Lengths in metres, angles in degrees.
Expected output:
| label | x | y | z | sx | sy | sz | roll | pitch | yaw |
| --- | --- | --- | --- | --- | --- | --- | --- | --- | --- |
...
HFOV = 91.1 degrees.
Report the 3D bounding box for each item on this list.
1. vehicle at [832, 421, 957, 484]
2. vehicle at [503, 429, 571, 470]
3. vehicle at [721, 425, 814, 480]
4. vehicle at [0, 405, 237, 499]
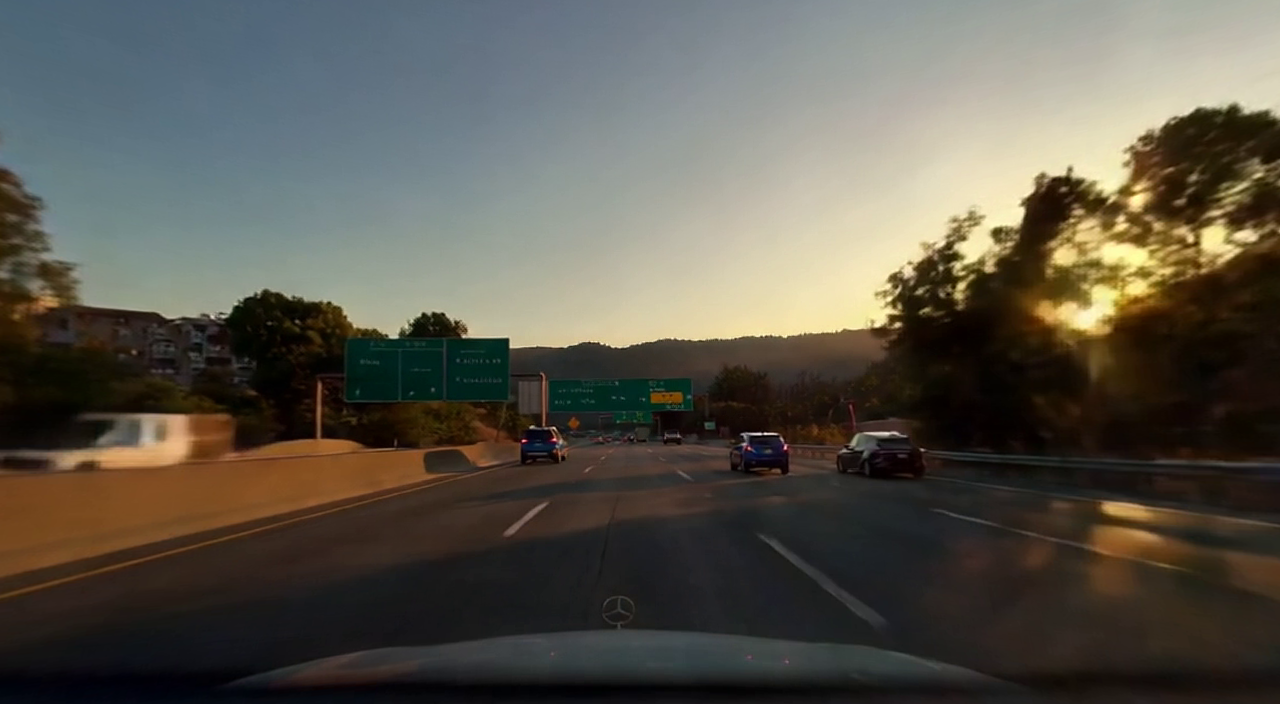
| label | x | y | z | sx | sy | sz | roll | pitch | yaw |
| --- | --- | --- | --- | --- | --- | --- | --- | --- | --- |
| vehicle | 7.322 | 2.910 | 18.569 | 1.956 | 1.634 | 3.935 | 0 | -8 | -1 |
| vehicle | -3.916 | 3.780 | 24.637 | 2.032 | 1.465 | 4.316 | 0 | -8 | -1 |
| vehicle | 3.958 | 3.188 | 20.238 | 2.011 | 1.576 | 4.060 | 0 | -8 | -2 |
| vehicle | -16.955 | 3.257 | 21.049 | 2.361 | 2.616 | 6.862 | 0 | -8 | -1 |
